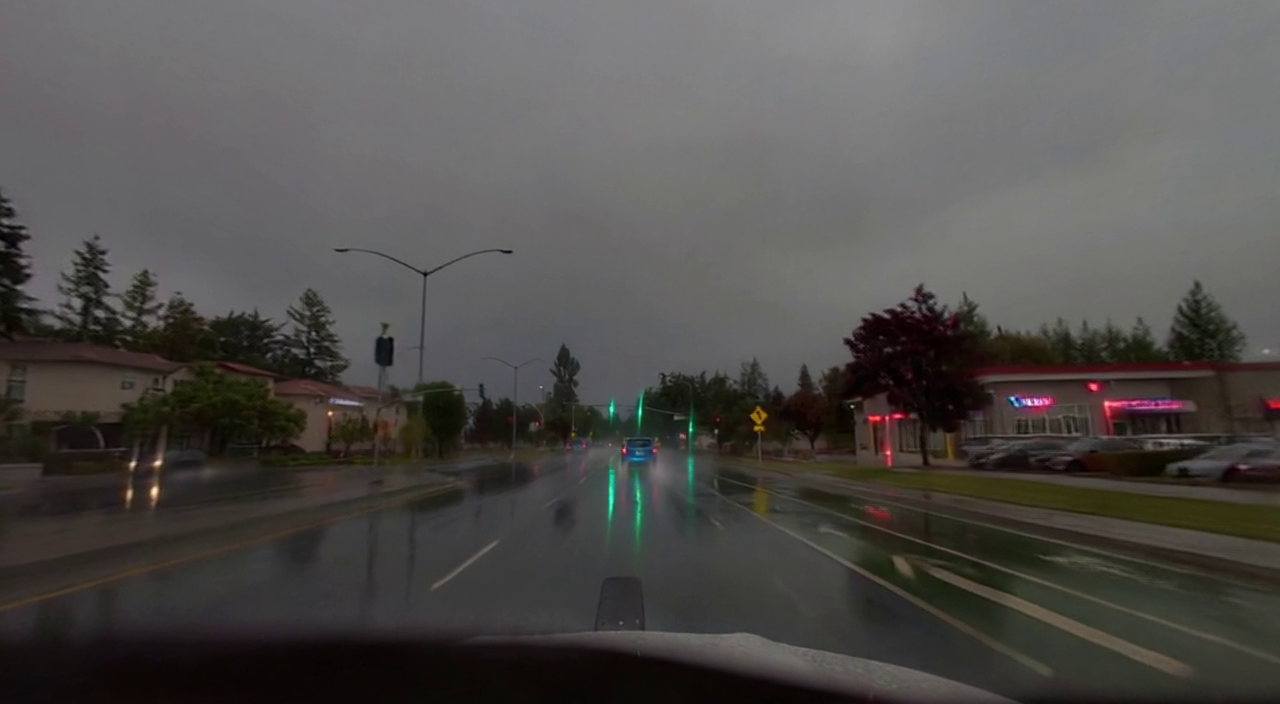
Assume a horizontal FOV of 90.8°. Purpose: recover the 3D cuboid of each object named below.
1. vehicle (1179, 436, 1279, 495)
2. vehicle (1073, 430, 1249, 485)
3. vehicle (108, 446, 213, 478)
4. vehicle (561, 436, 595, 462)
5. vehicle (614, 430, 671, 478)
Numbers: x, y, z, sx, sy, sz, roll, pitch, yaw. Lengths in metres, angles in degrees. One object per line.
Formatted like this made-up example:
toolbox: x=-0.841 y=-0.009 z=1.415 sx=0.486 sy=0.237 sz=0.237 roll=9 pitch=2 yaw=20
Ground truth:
vehicle: x=18.523 y=3.201 z=18.018 sx=4.358 sy=1.553 sz=2.063 roll=0 pitch=-9 yaw=-1
vehicle: x=18.540 y=3.747 z=22.639 sx=4.475 sy=1.838 sz=2.058 roll=0 pitch=-9 yaw=-3
vehicle: x=-26.315 y=6.055 z=34.901 sx=2.031 sy=1.622 sz=4.722 roll=0 pitch=-9 yaw=0
vehicle: x=-4.740 y=7.519 z=49.052 sx=2.202 sy=1.856 sz=4.516 roll=0 pitch=-9 yaw=0
vehicle: x=0.023 y=4.442 z=27.753 sx=2.273 sy=1.909 sz=5.075 roll=0 pitch=-9 yaw=-1
